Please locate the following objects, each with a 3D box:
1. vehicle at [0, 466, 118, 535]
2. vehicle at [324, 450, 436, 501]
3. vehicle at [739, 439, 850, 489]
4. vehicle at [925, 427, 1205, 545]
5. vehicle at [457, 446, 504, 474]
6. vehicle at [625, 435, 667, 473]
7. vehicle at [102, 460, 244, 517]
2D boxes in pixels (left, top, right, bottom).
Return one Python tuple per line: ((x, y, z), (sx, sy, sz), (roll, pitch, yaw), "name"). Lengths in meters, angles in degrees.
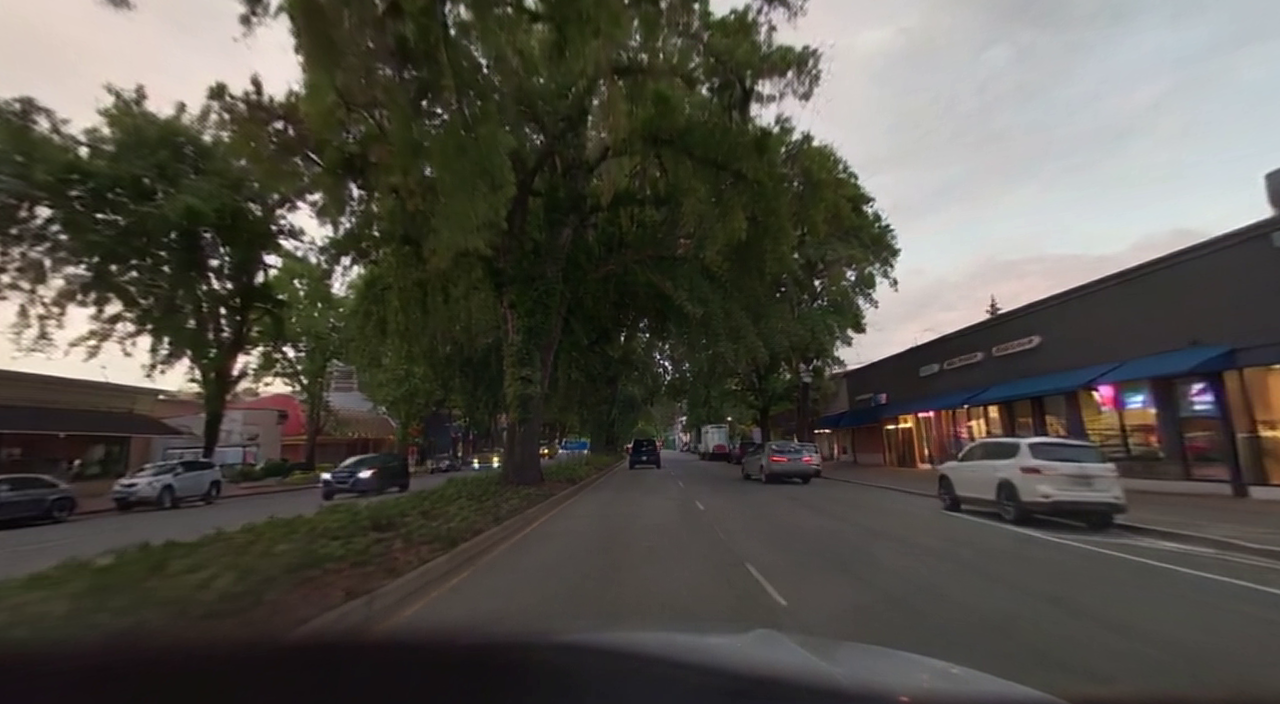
((-16.052, 3.700, 15.835), (1.962, 1.487, 4.652), (0, -9, -1), "vehicle")
((-8.596, 4.077, 21.324), (1.982, 1.505, 4.065), (0, -9, 1), "vehicle")
((5.695, 4.186, 24.032), (2.114, 1.697, 4.739), (2, -9, -14), "vehicle")
((7.280, 2.309, 11.559), (2.004, 1.714, 4.356), (0, -9, -1), "vehicle")
((-11.491, 7.808, 45.891), (2.127, 1.909, 4.830), (0, -9, 1), "vehicle")
((0.400, 5.960, 37.104), (2.293, 2.036, 4.853), (0, -9, 1), "vehicle")
((-15.994, 4.646, 21.965), (1.801, 1.515, 4.323), (-4, -9, -2), "vehicle")
